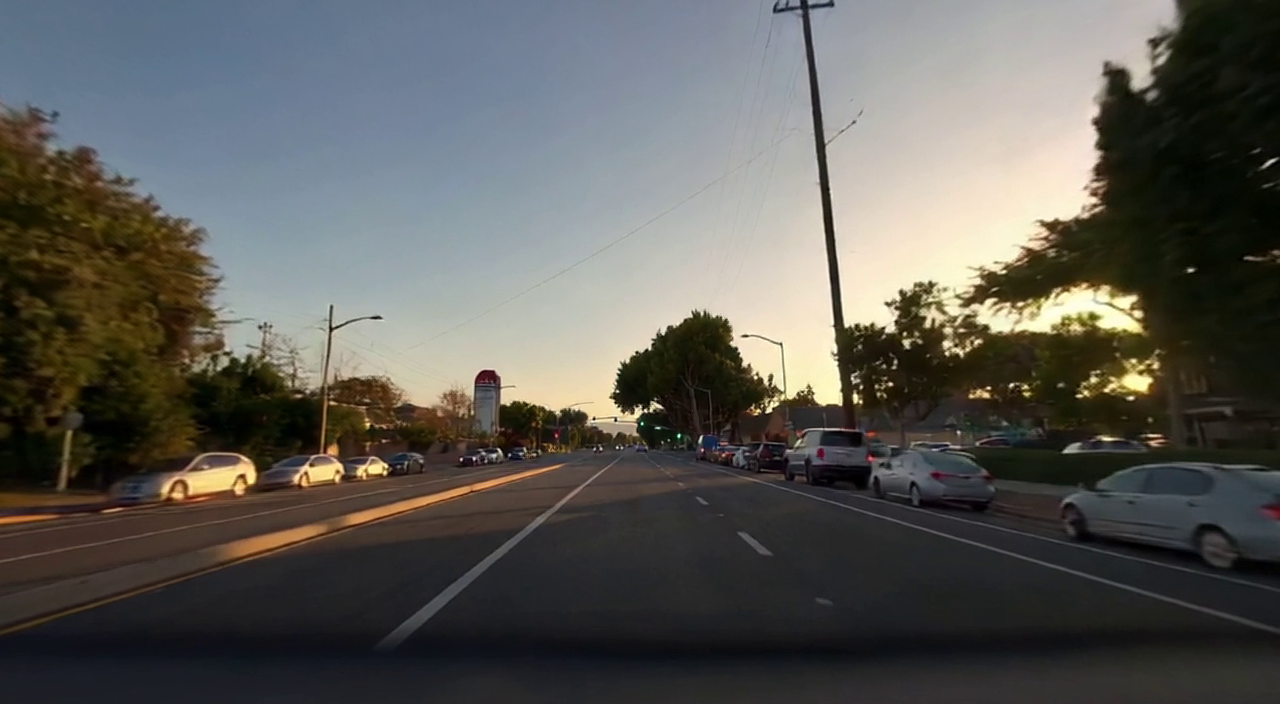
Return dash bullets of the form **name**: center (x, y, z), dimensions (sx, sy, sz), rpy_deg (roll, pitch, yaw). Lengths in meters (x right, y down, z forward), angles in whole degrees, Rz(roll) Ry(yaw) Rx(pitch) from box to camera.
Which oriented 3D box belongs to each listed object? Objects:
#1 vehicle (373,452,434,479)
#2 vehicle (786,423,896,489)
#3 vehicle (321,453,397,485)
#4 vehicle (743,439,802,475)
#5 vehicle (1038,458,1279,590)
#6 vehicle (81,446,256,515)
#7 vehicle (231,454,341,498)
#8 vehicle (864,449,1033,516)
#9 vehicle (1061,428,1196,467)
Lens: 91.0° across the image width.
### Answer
- **vehicle**: center (-14.482, 6.945, 38.818), dimensions (1.897, 1.517, 4.802), rpy_deg (0, -9, 0)
- **vehicle**: center (7.744, 4.161, 25.080), dimensions (2.327, 2.296, 5.692), rpy_deg (0, -10, -2)
- **vehicle**: center (-14.614, 6.084, 32.992), dimensions (1.880, 1.488, 4.483), rpy_deg (0, -9, 0)
- **vehicle**: center (7.635, 6.118, 36.858), dimensions (2.092, 1.887, 5.632), rpy_deg (0, -9, -1)
- **vehicle**: center (7.764, 2.106, 8.218), dimensions (1.811, 1.361, 4.852), rpy_deg (0, -9, -2)
- **vehicle**: center (-14.546, 3.932, 19.881), dimensions (2.002, 1.765, 4.775), rpy_deg (-4, -9, -2)
- **vehicle**: center (-14.553, 5.076, 26.255), dimensions (1.836, 1.448, 4.941), rpy_deg (-1, -7, -1)
- **vehicle**: center (7.942, 3.379, 16.845), dimensions (1.992, 1.499, 4.715), rpy_deg (0, -9, -2)
- **vehicle**: center (27.421, 5.412, 35.557), dimensions (2.195, 2.015, 5.433), rpy_deg (5, -11, -33)
